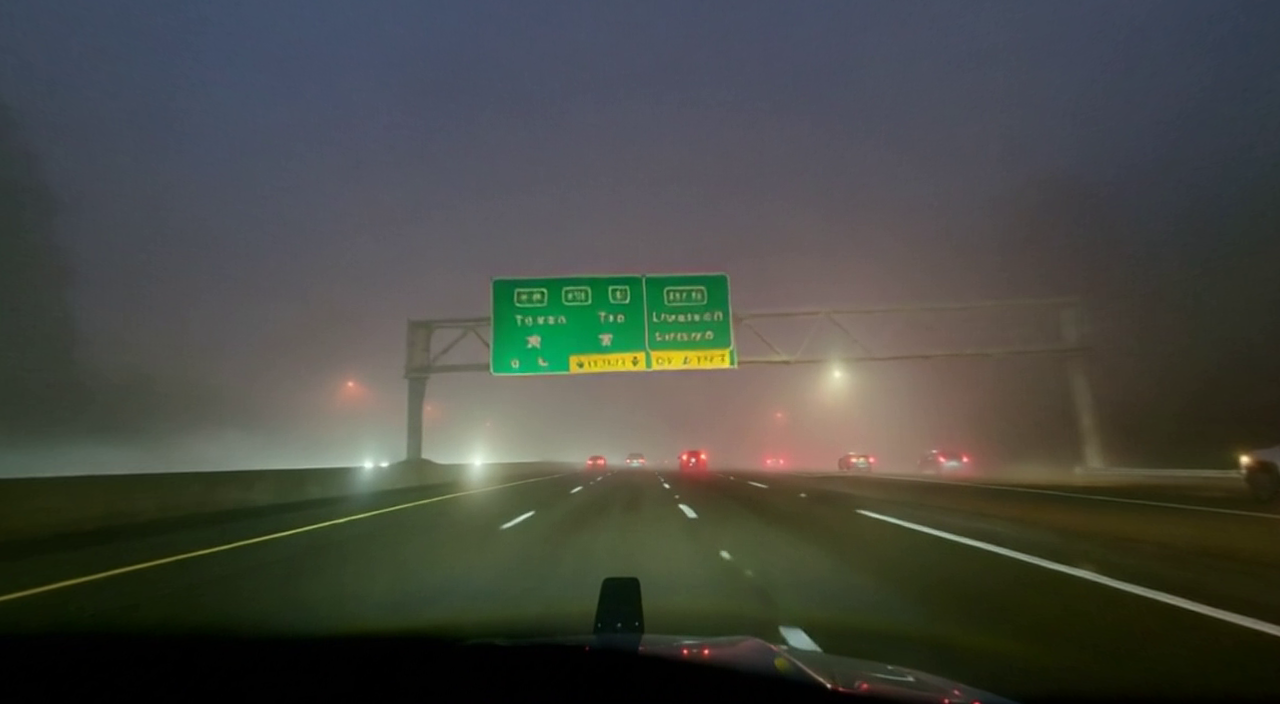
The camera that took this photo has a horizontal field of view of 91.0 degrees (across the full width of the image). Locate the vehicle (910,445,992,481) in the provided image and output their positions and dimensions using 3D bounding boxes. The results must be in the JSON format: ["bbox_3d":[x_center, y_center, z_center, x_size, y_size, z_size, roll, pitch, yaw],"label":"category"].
[{"bbox_3d":[16.512,5.898,33.748,2.116,1.754,4.727,0,-9,2],"label":"vehicle"}]

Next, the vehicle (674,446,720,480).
[{"bbox_3d":[3.171,6.268,35.887,2.147,1.794,4.538,0,-9,-1],"label":"vehicle"}]
